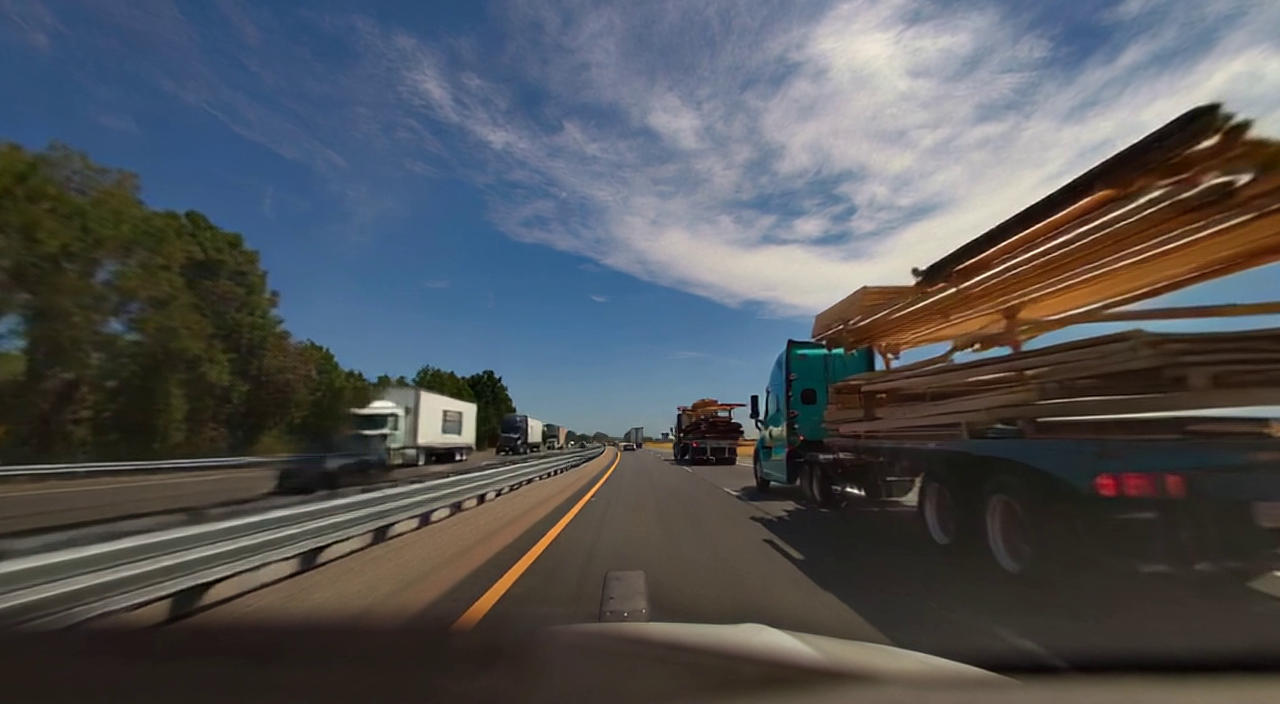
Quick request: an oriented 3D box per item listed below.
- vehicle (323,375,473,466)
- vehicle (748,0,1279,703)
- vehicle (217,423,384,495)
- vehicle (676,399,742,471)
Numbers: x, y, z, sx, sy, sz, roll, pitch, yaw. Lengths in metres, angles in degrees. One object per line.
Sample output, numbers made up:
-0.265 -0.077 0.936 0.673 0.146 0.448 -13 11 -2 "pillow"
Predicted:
-12.488 4.102 34.617 2.969 4.021 13.849 0 -9 -1 "vehicle"
4.535 0.713 9.447 3.024 4.065 13.796 -1 -8 -1 "vehicle"
-8.723 2.793 16.671 1.952 1.647 4.249 0 -9 2 "vehicle"
4.379 5.867 43.952 3.023 4.054 16.882 0 -8 1 "vehicle"
